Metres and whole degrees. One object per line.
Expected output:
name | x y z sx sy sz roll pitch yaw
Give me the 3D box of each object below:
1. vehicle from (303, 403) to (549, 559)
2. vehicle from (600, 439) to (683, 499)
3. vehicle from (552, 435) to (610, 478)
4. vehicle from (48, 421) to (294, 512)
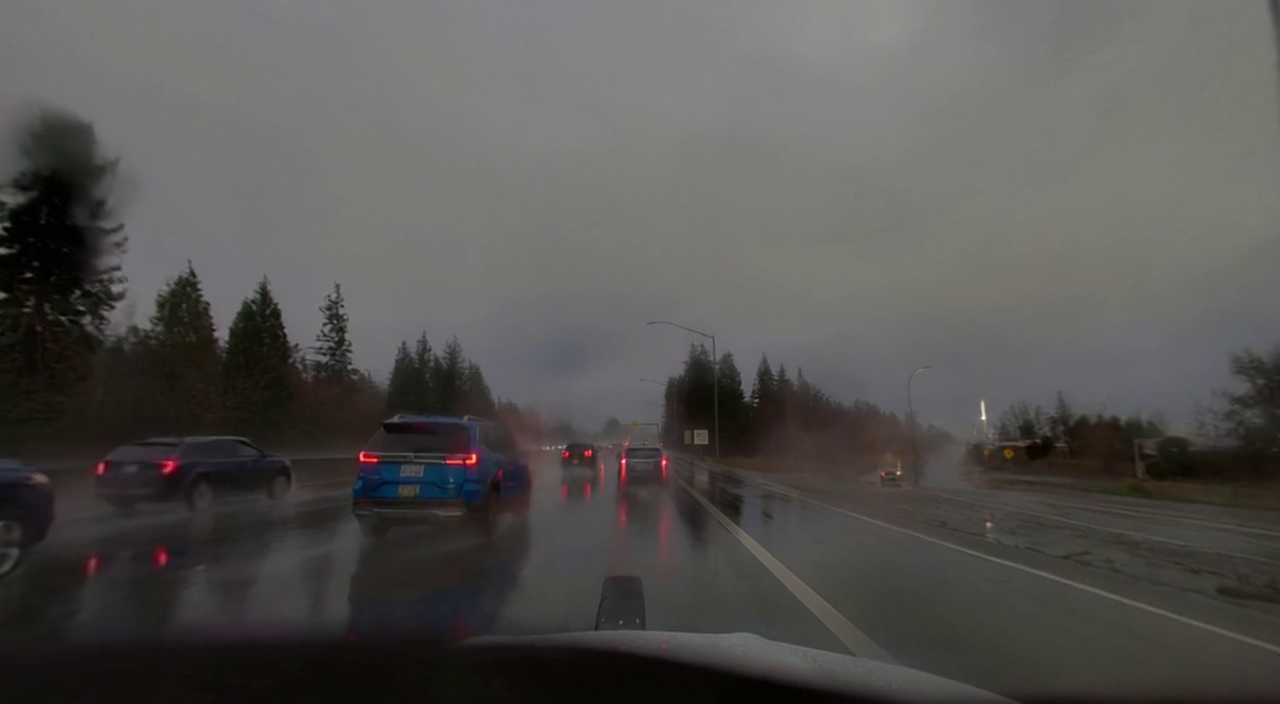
vehicle | -2.804 1.812 9.453 2.123 1.798 4.108 0 -9 2
vehicle | 0.004 3.239 17.813 2.068 1.488 4.045 0 -9 -1
vehicle | -2.584 4.709 28.564 2.125 1.771 4.721 0 -9 0
vehicle | -10.486 2.597 14.706 2.011 1.751 4.712 0 -9 1
